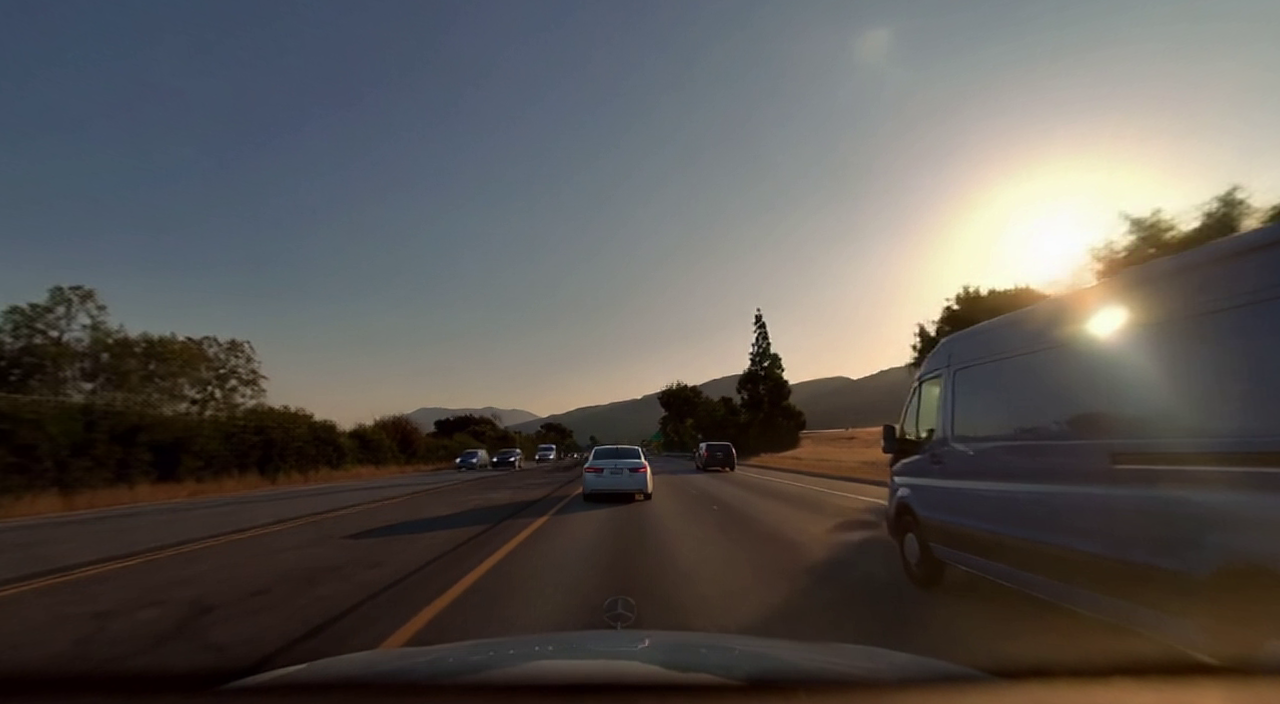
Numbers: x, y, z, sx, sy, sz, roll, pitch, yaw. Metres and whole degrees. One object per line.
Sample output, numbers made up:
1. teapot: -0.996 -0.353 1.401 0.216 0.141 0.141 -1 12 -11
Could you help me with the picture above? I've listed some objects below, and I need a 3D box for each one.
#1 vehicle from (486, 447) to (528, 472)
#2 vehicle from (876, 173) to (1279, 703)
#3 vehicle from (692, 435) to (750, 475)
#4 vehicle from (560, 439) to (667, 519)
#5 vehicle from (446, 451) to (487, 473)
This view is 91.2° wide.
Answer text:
1. vehicle: -9.102 7.401 43.252 1.984 1.571 4.292 0 -9 0
2. vehicle: 3.828 0.665 3.782 2.399 2.421 5.829 0 -9 -1
3. vehicle: 4.156 5.406 33.009 2.261 1.952 4.784 0 -9 -1
4. vehicle: -0.520 2.699 13.792 2.029 1.483 3.769 0 -9 0
5. vehicle: -12.916 8.192 46.819 1.853 1.507 4.226 0 -9 -1
